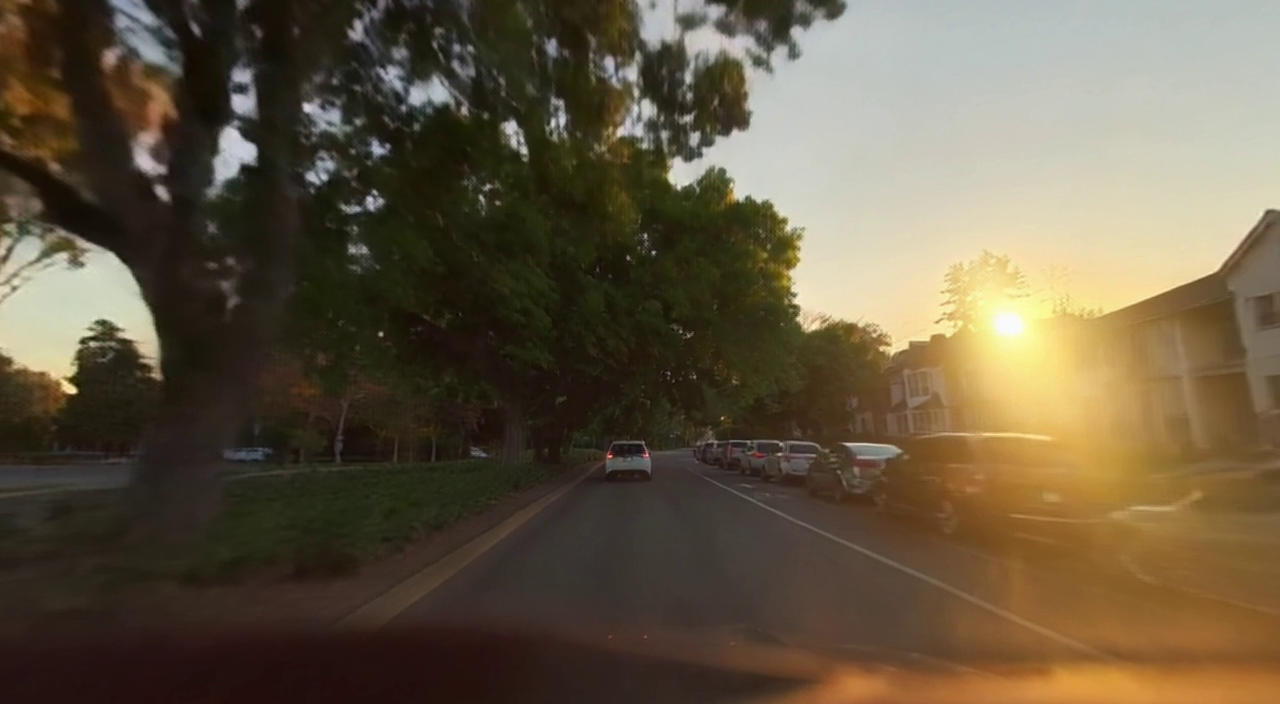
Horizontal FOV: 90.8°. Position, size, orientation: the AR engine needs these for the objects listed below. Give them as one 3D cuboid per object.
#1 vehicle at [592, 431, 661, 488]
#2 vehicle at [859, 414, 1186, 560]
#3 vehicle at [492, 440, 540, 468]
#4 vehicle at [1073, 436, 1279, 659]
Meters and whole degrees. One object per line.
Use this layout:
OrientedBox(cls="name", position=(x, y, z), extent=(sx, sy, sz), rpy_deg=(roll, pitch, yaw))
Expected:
OrientedBox(cls="vehicle", position=(-0.450, 3.516, 21.008), extent=(2.070, 1.698, 3.925), rpy_deg=(0, -8, -1))
OrientedBox(cls="vehicle", position=(5.682, 2.064, 10.475), extent=(2.233, 1.811, 4.922), rpy_deg=(0, -8, -1))
OrientedBox(cls="vehicle", position=(-7.077, 5.872, 36.566), extent=(2.105, 1.474, 4.808), rpy_deg=(0, -8, -4))
OrientedBox(cls="vehicle", position=(5.362, 1.316, 4.203), extent=(2.005, 1.499, 4.108), rpy_deg=(0, -8, 0))
